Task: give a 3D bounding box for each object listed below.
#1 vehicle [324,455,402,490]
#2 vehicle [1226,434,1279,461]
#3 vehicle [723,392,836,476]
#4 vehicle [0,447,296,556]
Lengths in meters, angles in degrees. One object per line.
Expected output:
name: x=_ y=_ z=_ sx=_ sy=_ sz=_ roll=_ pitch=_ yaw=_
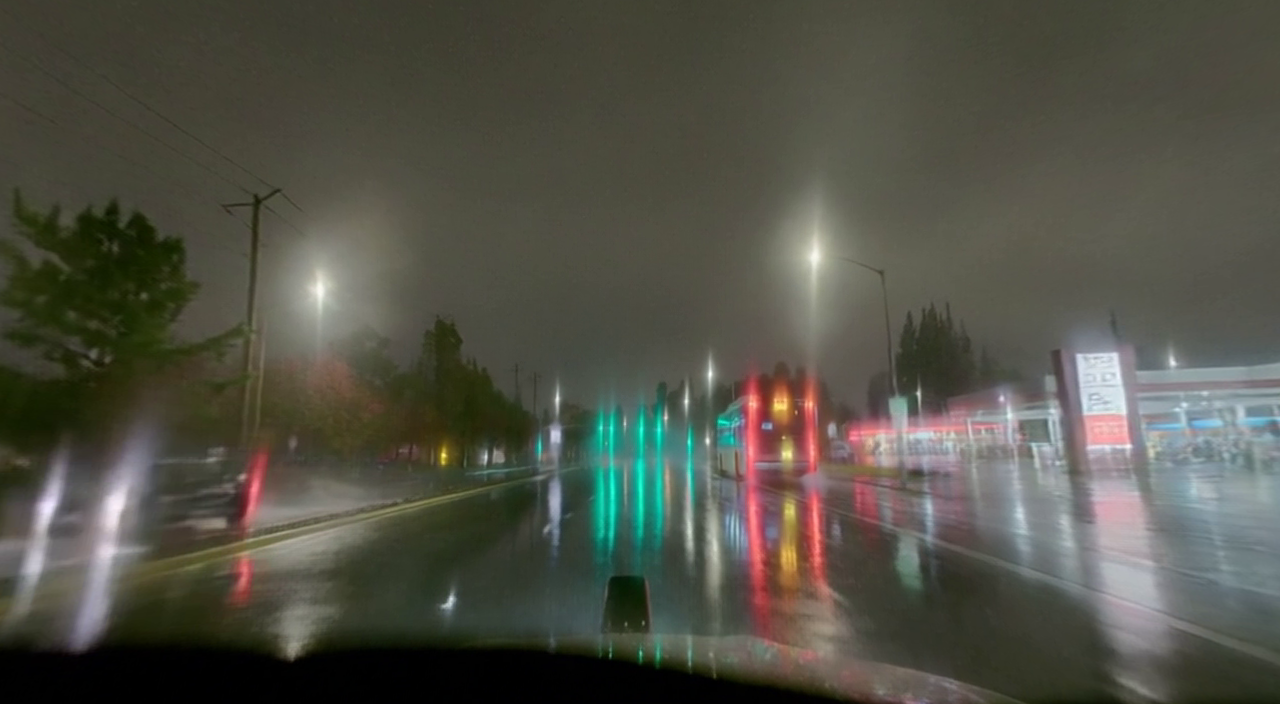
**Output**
vehicle: x=-13.384 y=5.825 z=30.756 sx=1.779 sy=1.476 sz=4.260 roll=0 pitch=-8 yaw=2
vehicle: x=44.639 y=6.717 z=44.404 sx=1.948 sy=1.776 sz=5.438 roll=-1 pitch=-8 yaw=8
vehicle: x=8.631 y=5.519 z=41.550 sx=4.582 sy=4.678 sz=12.589 roll=0 pitch=-8 yaw=0
vehicle: x=-8.227 y=2.416 z=11.013 sx=1.900 sy=1.481 sz=4.317 roll=0 pitch=-8 yaw=2
